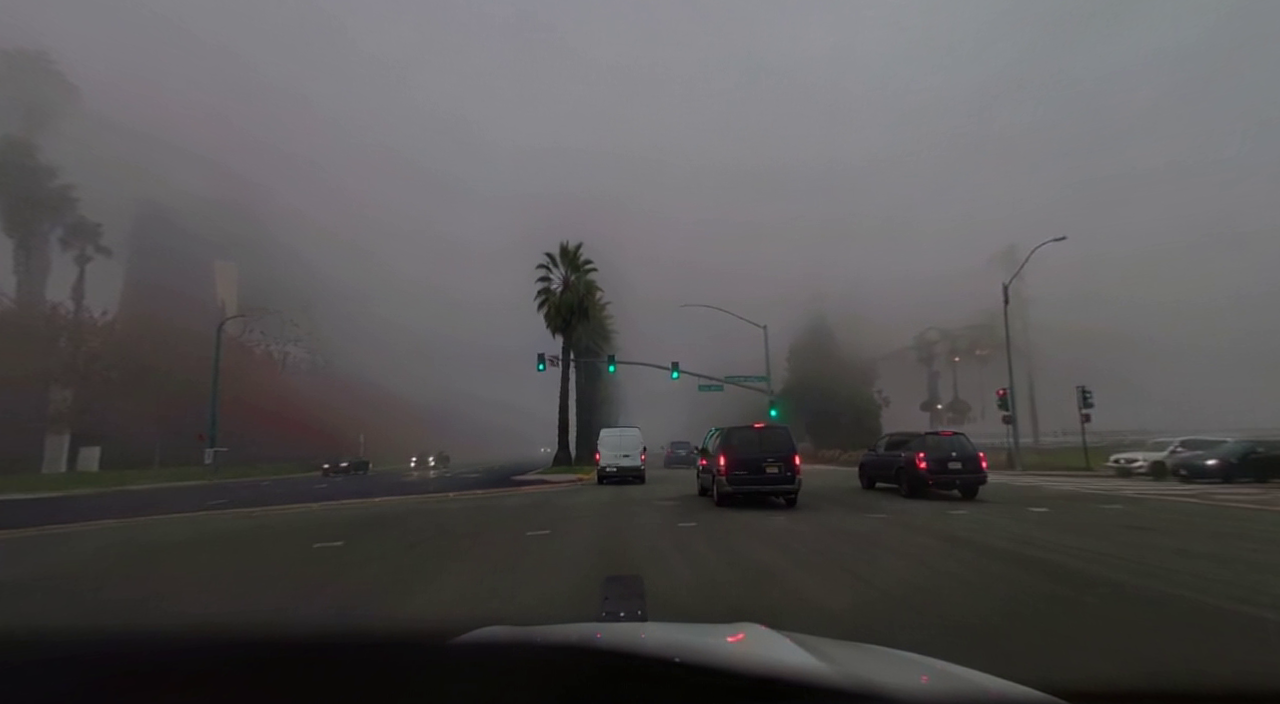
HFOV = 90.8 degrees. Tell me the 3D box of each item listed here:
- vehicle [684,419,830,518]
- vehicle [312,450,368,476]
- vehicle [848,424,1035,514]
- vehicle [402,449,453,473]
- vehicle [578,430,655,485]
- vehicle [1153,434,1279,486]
[{"bbox_3d":[2.385,2.543,14.322,2.200,1.847,4.618,0,-8,-3],"label":"vehicle"},{"bbox_3d":[-22.705,8.388,47.982,1.957,1.753,4.464,-1,-8,2],"label":"vehicle"},{"bbox_3d":[6.813,2.683,14.968,2.023,1.771,4.488,0,-8,-3],"label":"vehicle"},{"bbox_3d":[-14.772,7.581,44.159,2.067,1.435,4.558,0,-8,-1],"label":"vehicle"},{"bbox_3d":[-0.969,4.341,26.315,2.848,1.991,5.706,0,-8,-2],"label":"vehicle"},{"bbox_3d":[21.214,3.779,22.341,4.442,1.671,2.177,1,-9,-9],"label":"vehicle"}]
